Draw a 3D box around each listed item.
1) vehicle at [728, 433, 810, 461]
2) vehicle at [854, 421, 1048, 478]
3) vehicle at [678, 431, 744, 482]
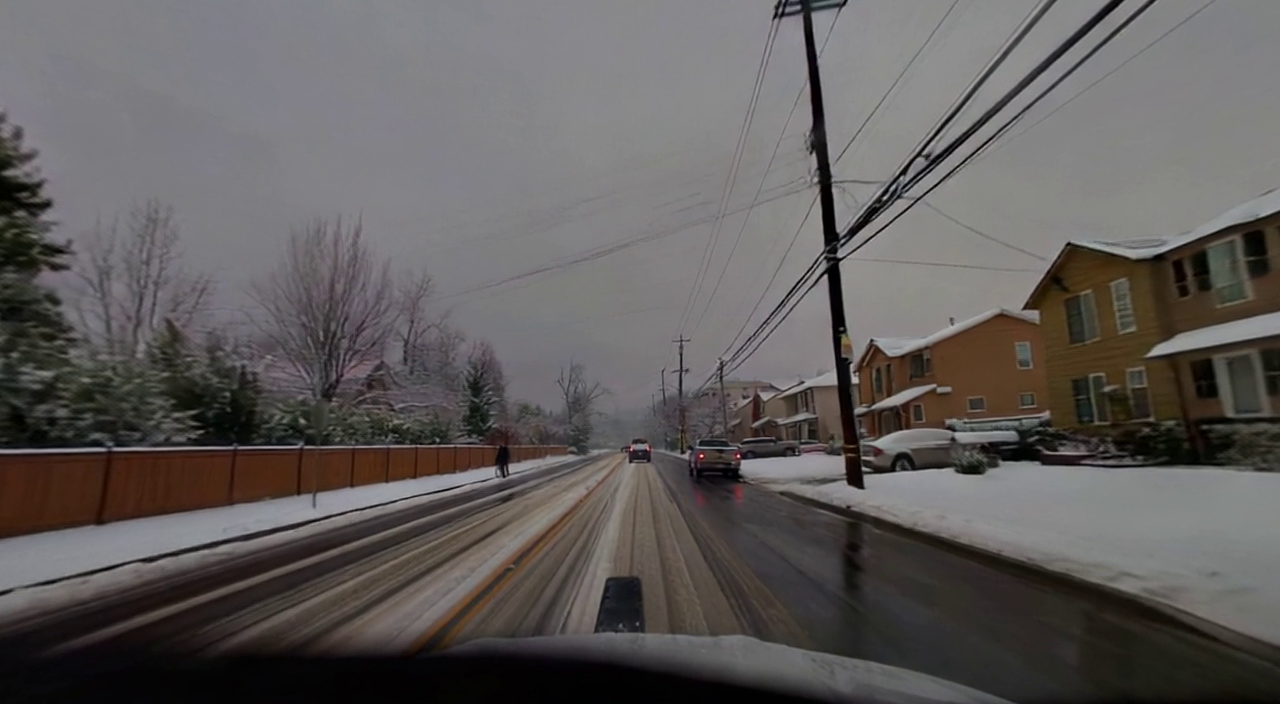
[{"bbox_3d":[9.676,7.210,47.931,5.590,2.067,2.553,0,-9,-2],"label":"vehicle"},{"bbox_3d":[11.188,3.561,23.131,5.846,1.971,2.273,0,-9,2],"label":"vehicle"},{"bbox_3d":[3.146,4.776,29.244,2.278,1.933,5.860,4,-9,0],"label":"vehicle"}]
